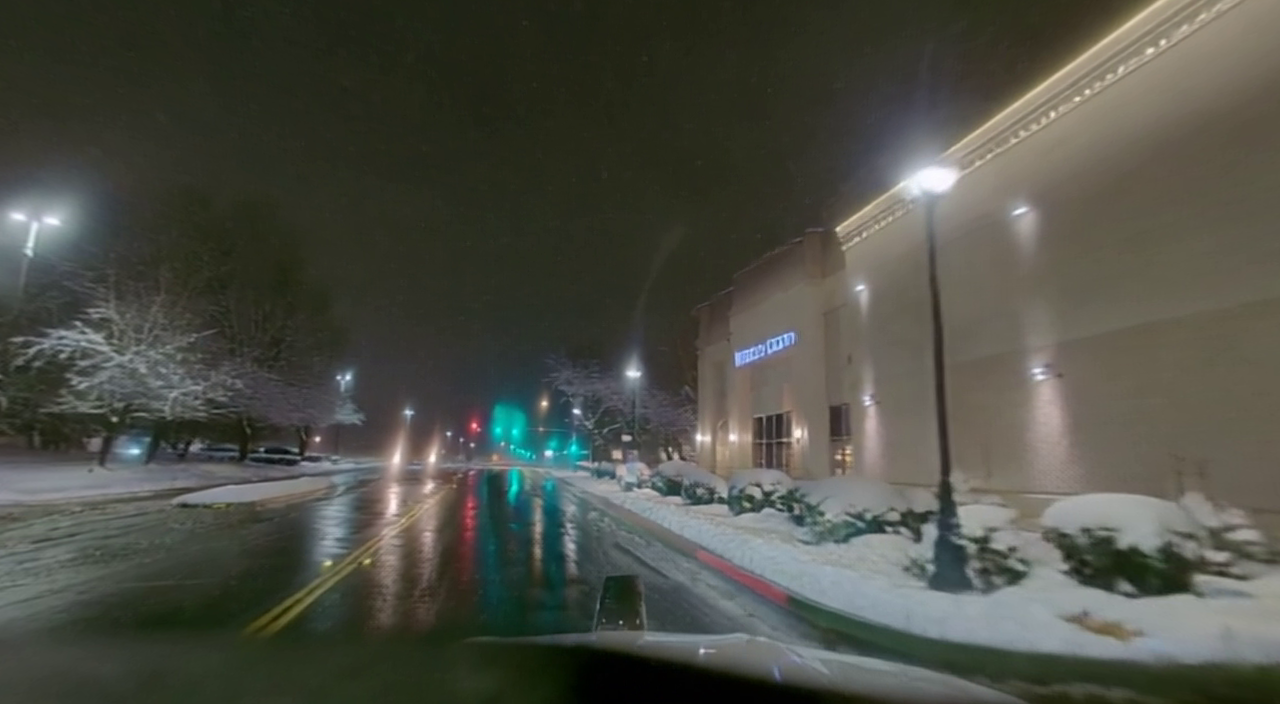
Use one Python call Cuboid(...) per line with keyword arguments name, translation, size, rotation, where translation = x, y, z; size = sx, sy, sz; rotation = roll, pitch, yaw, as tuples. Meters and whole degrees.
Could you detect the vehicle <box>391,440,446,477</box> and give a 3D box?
Cuboid(name="vehicle", translation=(-11.868, 5.707, 34.160), size=(2.180, 1.806, 4.541), rotation=(2, -9, -12))
